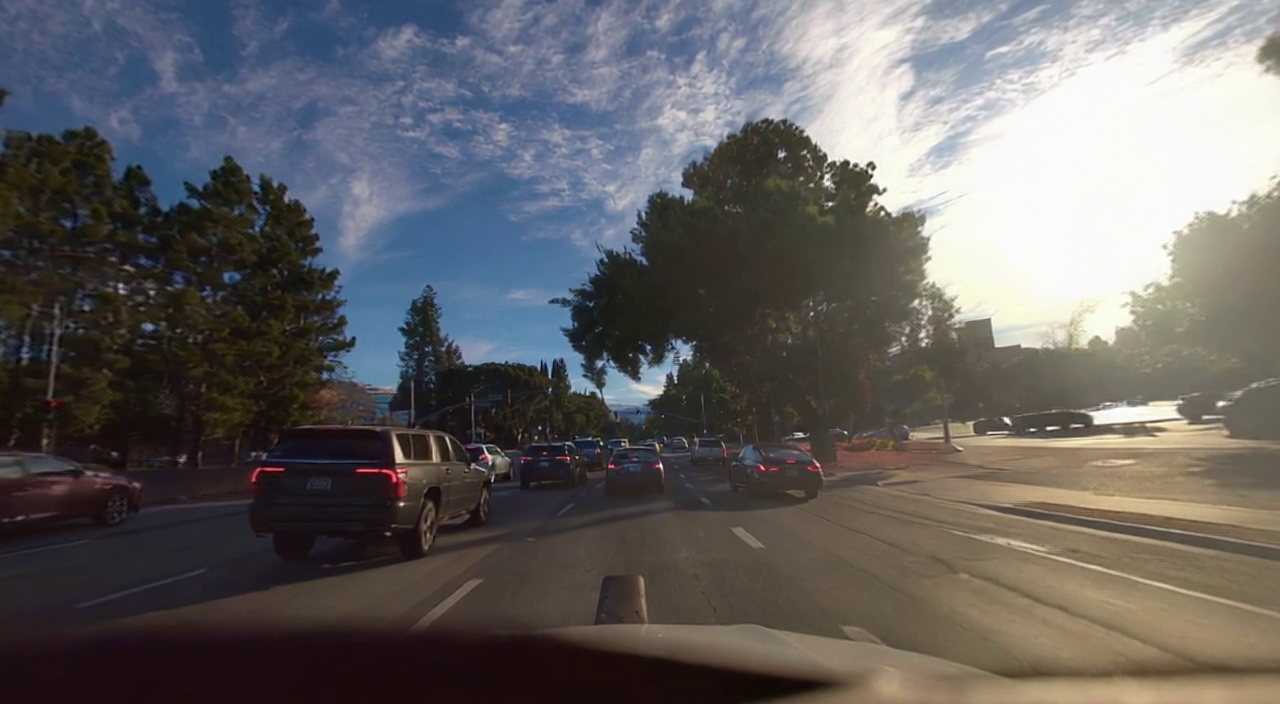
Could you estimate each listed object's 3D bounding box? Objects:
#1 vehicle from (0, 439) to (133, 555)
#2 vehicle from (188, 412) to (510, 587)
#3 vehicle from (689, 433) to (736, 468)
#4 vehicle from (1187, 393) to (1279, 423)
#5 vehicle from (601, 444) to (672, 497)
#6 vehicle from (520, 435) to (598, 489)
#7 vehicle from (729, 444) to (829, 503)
[{"bbox_3d":[-9.342,1.833,7.905,2.146,1.480,4.589,0,-9,1],"label":"vehicle"},{"bbox_3d":[-3.480,1.880,9.056,2.111,1.745,5.274,0,-9,0],"label":"vehicle"},{"bbox_3d":[4.045,5.608,35.895,2.099,1.845,4.363,0,-9,-1],"label":"vehicle"},{"bbox_3d":[44.278,4.213,47.176,5.388,2.023,2.174,1,-9,-12],"label":"vehicle"},{"bbox_3d":[-0.081,3.735,20.346,2.030,1.477,4.330,0,-9,1],"label":"vehicle"},{"bbox_3d":[-2.956,4.149,24.112,2.218,1.829,4.492,-1,-9,2],"label":"vehicle"},{"bbox_3d":[3.860,3.428,18.296,1.884,1.463,4.195,0,-9,-1],"label":"vehicle"}]
